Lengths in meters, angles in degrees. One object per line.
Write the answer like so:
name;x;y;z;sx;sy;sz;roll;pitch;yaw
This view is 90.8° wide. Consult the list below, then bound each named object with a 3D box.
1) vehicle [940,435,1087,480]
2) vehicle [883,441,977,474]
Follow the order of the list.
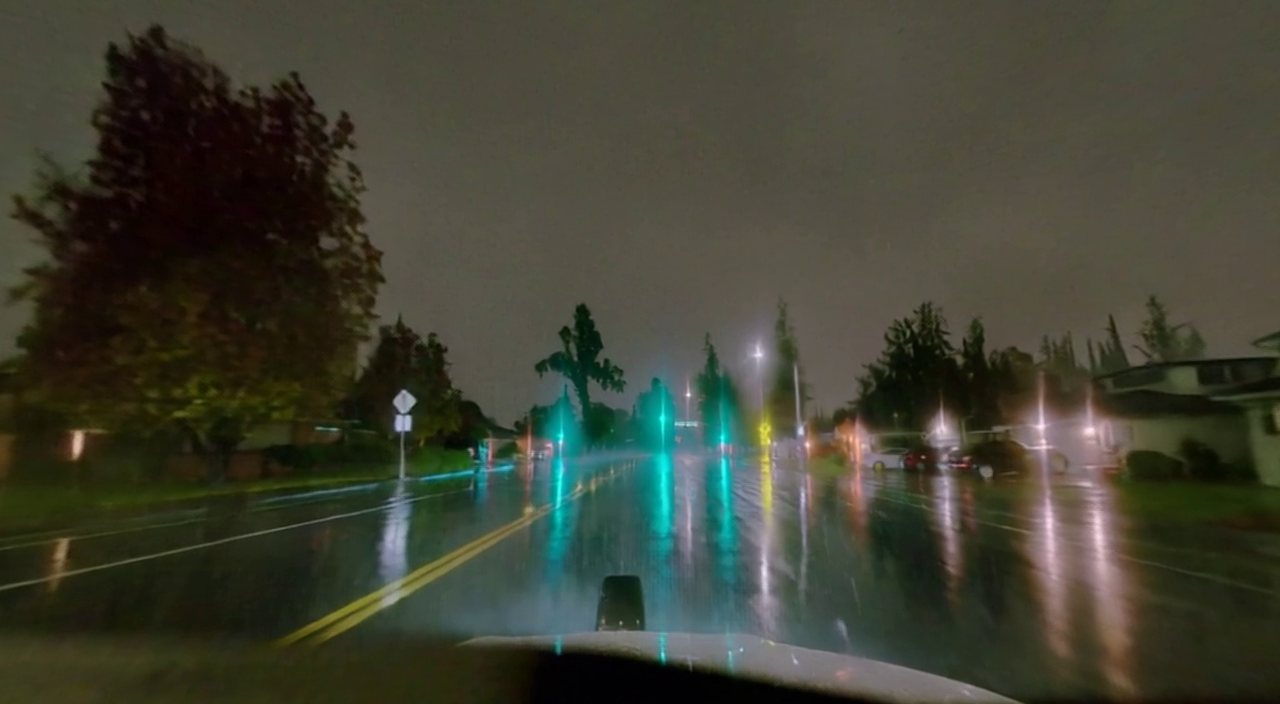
vehicle;15.716;4.469;26.817;4.854;1.803;2.179;0;-9;-3
vehicle;16.212;5.899;35.430;4.234;1.491;1.940;-4;-7;2
